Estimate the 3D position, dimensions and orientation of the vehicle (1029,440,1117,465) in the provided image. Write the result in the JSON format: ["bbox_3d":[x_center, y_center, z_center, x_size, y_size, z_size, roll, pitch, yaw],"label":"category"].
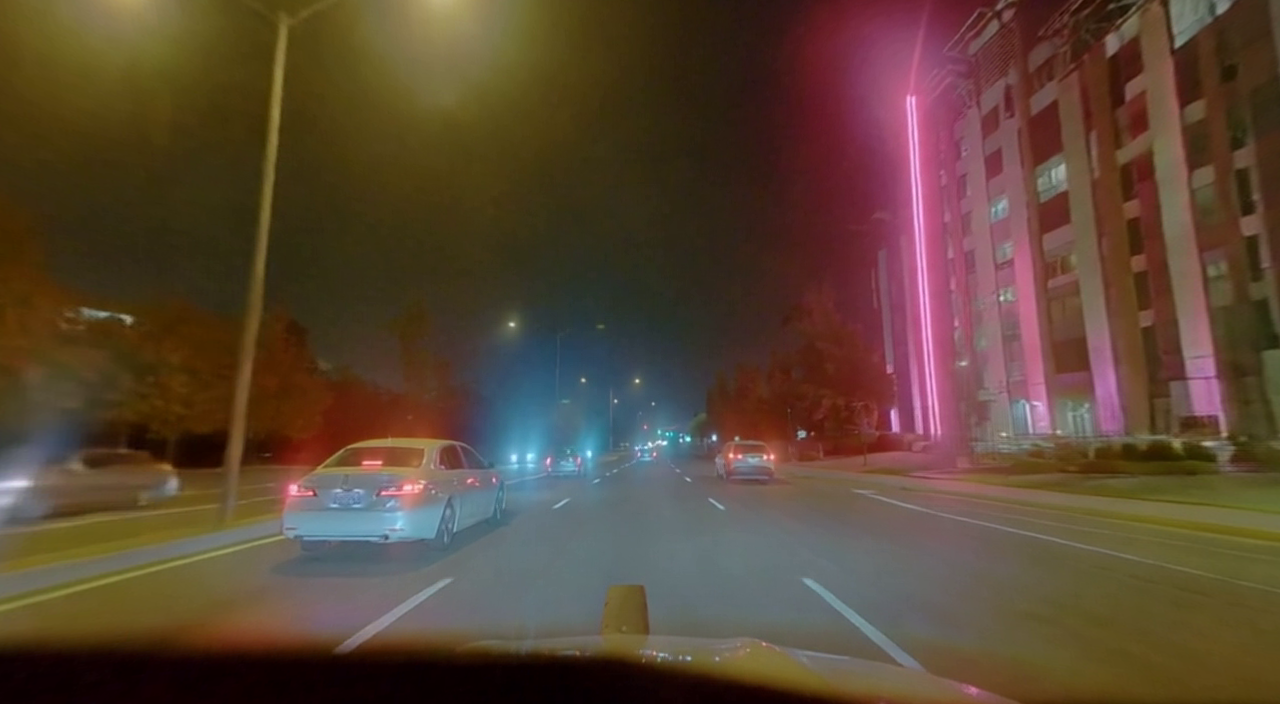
[{"bbox_3d":[30.378,7.090,44.363,4.667,1.674,1.767,-1,-9,9],"label":"vehicle"}]

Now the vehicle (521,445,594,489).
[{"bbox_3d":[-2.924,4.176,23.306,1.980,1.454,4.226,-1,-8,2],"label":"vehicle"}]

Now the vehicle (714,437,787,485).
[{"bbox_3d":[4.284,4.291,25.060,2.103,1.699,4.171,0,-8,0],"label":"vehicle"}]

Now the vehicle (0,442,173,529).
[{"bbox_3d":[-12.247,2.616,12.899,2.110,1.512,4.107,-1,-8,2],"label":"vehicle"}]

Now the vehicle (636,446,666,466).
[{"bbox_3d":[0.874,7.919,48.113,2.164,1.477,3.988,-1,-8,2],"label":"vehicle"}]

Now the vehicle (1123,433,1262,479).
[{"bbox_3d":[17.882,3.355,20.450,3.368,1.389,1.595,2,-9,-12],"label":"vehicle"}]

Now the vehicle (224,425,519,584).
[{"bbox_3d":[-3.127,1.860,8.616,2.118,1.568,4.436,0,-8,-1],"label":"vehicle"}]
